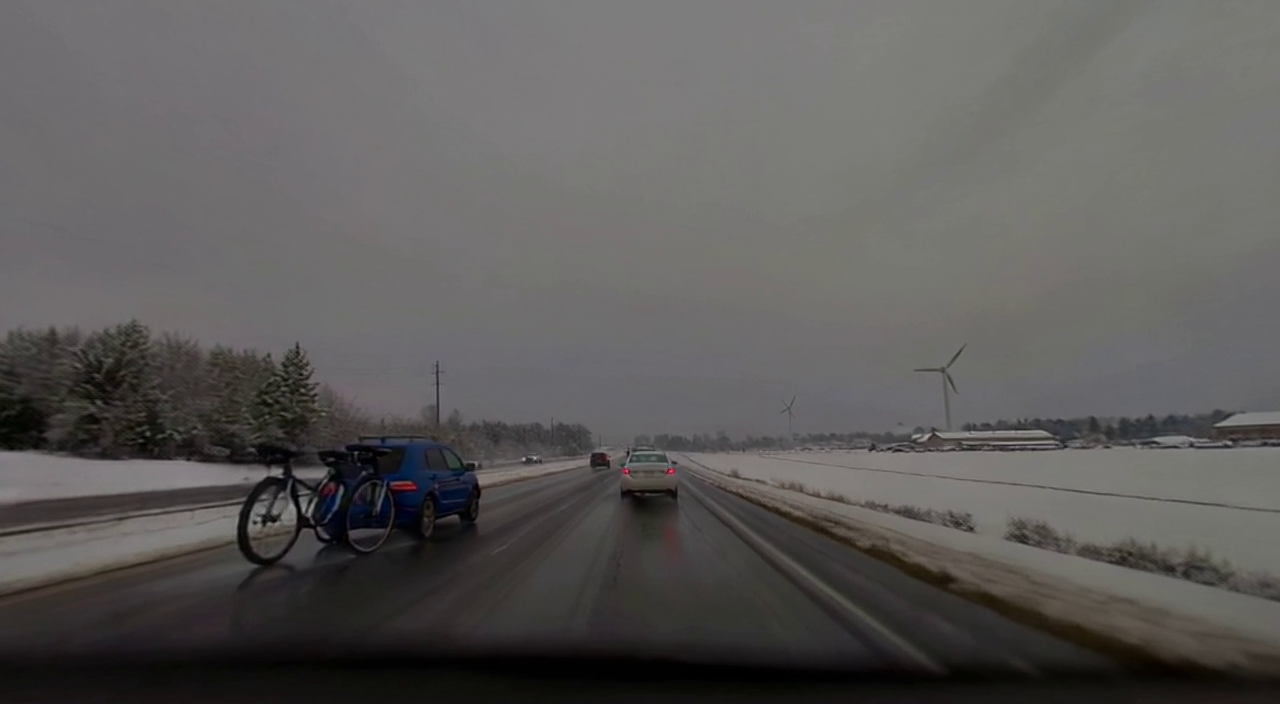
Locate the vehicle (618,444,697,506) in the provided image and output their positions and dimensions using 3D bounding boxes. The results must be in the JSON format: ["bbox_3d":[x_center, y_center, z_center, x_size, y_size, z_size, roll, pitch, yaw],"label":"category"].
[{"bbox_3d":[0.474,3.532,18.487,2.063,1.582,3.955,0,-9,1],"label":"vehicle"}]

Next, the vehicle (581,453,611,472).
[{"bbox_3d":[-3.416,8.727,49.917,2.059,1.455,4.205,0,-9,1],"label":"vehicle"}]

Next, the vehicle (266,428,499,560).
[{"bbox_3d":[-3.795,2.159,10.240,1.962,1.681,4.033,-1,-9,2],"label":"vehicle"}]
